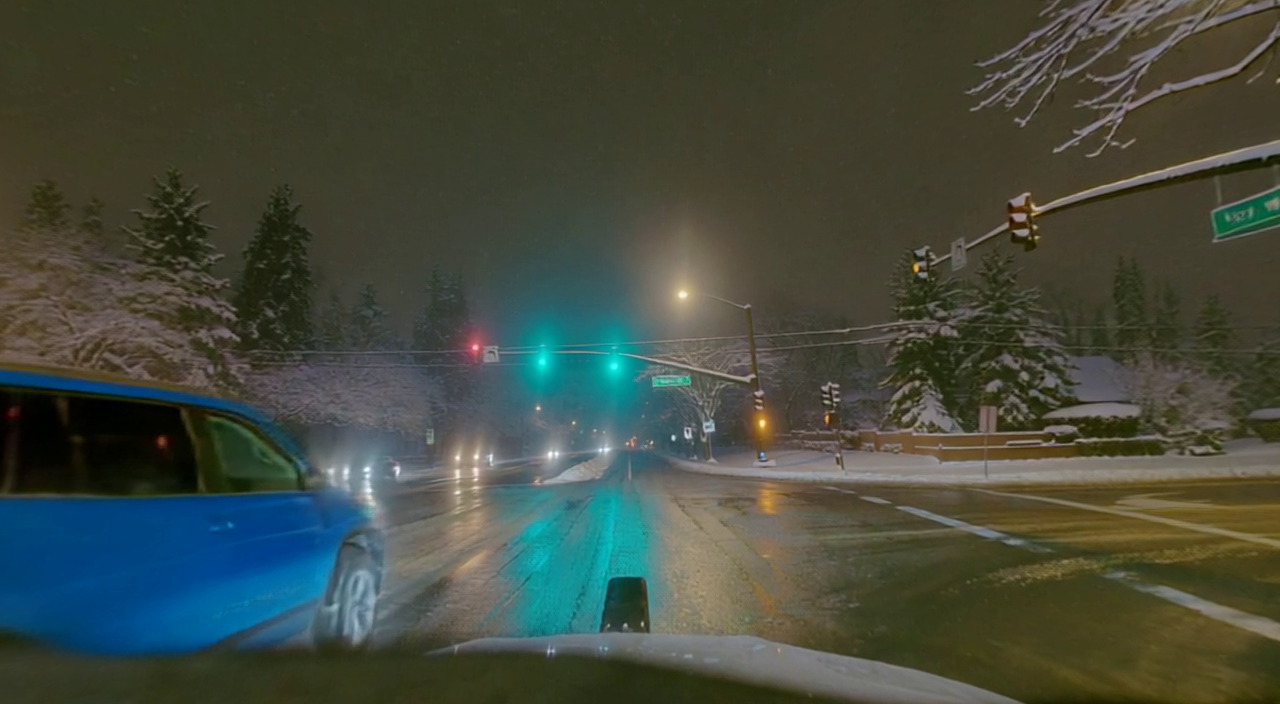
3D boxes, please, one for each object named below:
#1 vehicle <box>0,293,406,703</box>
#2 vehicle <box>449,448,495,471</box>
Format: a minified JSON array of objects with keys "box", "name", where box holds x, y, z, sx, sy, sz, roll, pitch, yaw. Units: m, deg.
[{"box":[-3.061,0.869,2.969,2.123,1.799,4.425,0,-8,1],"name":"vehicle"},{"box":[-11.904,7.639,44.987,1.980,1.452,4.318,0,-8,2],"name":"vehicle"}]
